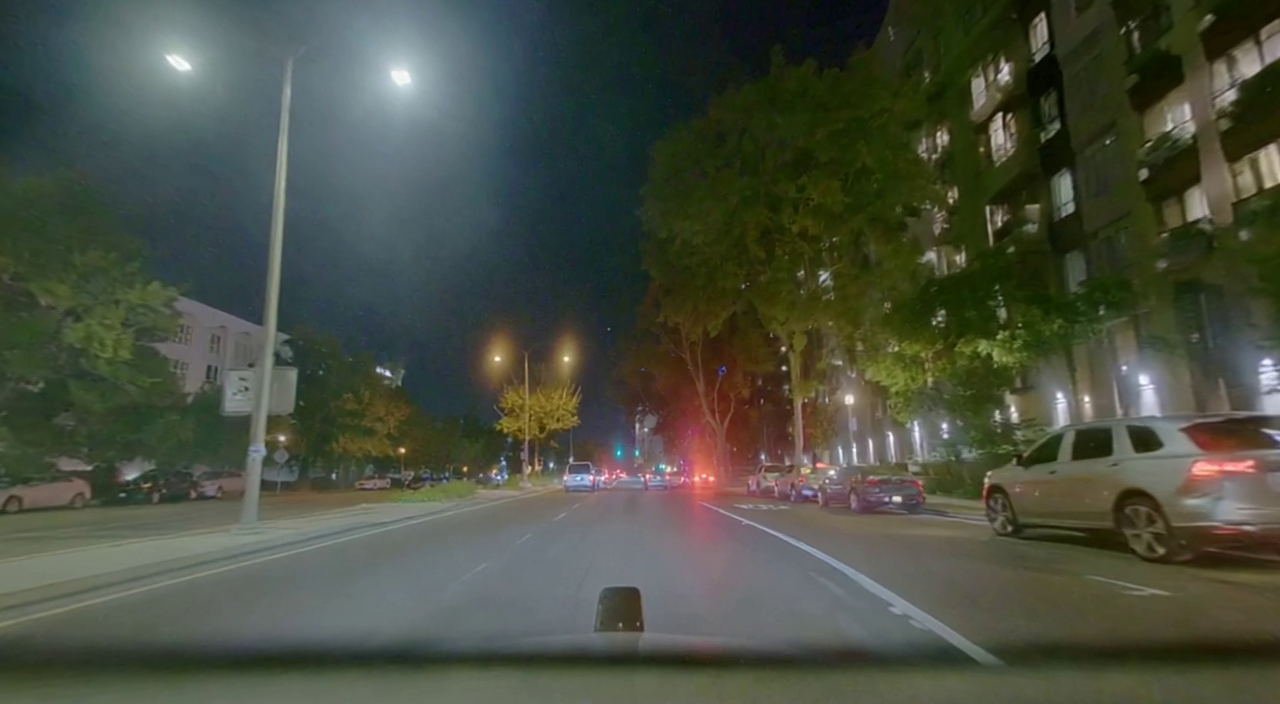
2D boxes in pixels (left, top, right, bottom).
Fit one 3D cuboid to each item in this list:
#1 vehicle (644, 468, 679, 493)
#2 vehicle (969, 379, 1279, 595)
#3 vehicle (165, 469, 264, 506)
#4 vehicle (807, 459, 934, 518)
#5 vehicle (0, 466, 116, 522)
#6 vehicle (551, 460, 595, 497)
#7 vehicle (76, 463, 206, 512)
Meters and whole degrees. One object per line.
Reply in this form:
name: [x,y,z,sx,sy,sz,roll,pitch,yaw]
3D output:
vehicle: [1.535,9.509,46.933,2.201,1.589,3.843,0,-8,-4]
vehicle: [7.500,1.716,8.947,2.582,2.116,5.419,0,-8,-2]
vehicle: [-21.955,6.997,32.862,1.999,1.562,4.803,0,-8,-3]
vehicle: [6.902,4.101,19.475,2.269,1.506,4.152,0,-8,-1]
vehicle: [-21.474,4.925,22.262,1.943,1.642,4.818,0,-8,-2]
vehicle: [-4.007,7.632,38.566,2.223,1.957,4.845,0,-8,0]
vehicle: [-21.789,5.896,27.872,2.270,1.830,4.409,0,-8,-3]
